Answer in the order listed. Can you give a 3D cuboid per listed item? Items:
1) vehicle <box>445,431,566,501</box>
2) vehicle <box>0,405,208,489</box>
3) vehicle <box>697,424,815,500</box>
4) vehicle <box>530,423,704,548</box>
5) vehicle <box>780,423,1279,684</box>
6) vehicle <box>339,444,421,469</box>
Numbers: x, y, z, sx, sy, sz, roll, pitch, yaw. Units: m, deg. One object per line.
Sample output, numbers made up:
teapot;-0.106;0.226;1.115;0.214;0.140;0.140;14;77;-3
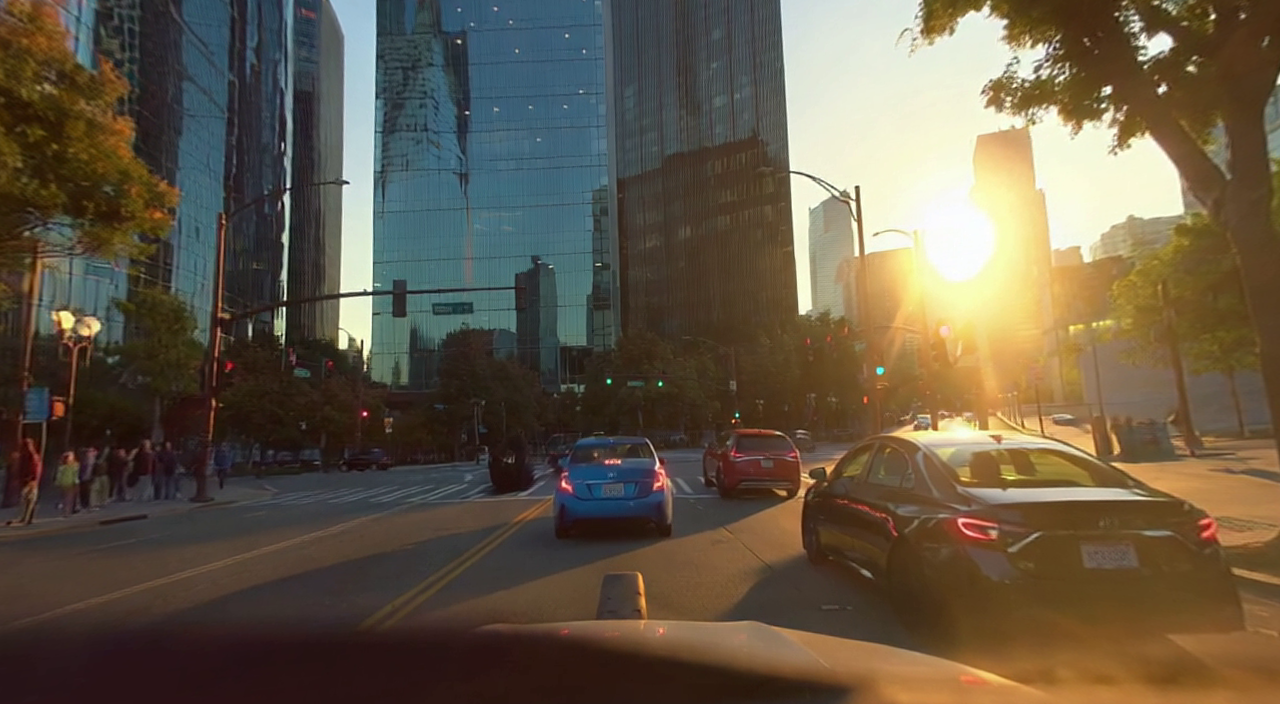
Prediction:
vehicle;-3.240;2.844;16.085;2.068;1.513;4.221;0;-8;1
vehicle;-25.629;4.361;28.913;8.989;3.623;2.884;0;-8;-2
vehicle;2.875;2.865;16.725;2.234;1.723;4.486;0;-8;-1
vehicle;-0.315;1.904;9.632;2.072;1.476;4.078;0;-8;-1
vehicle;2.754;1.453;5.714;1.952;1.464;4.165;0;-8;-1
vehicle;-15.866;6.338;38.255;4.531;1.427;1.957;-4;-9;24
